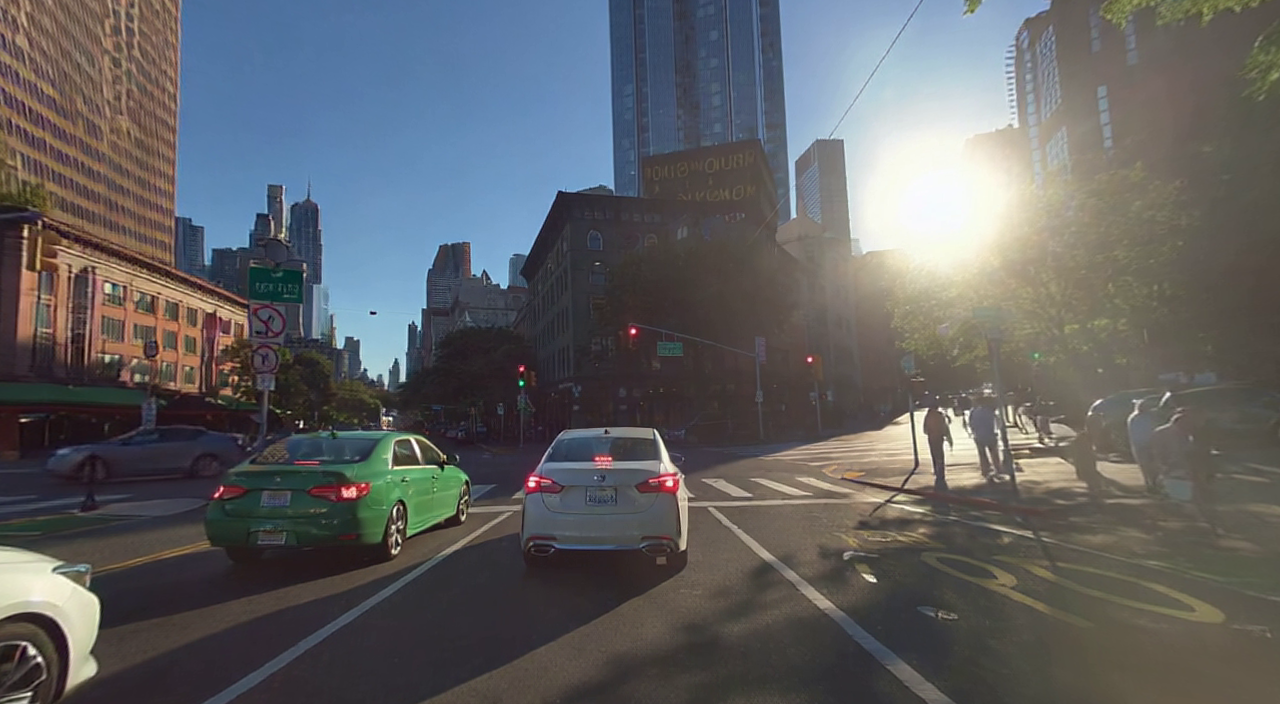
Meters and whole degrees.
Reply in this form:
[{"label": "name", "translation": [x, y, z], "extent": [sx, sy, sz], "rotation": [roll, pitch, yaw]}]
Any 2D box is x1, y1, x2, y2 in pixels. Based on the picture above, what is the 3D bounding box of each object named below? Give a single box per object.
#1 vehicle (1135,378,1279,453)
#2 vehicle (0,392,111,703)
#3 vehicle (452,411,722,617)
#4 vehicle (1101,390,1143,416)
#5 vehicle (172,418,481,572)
[{"label": "vehicle", "translation": [21.629, 2.356, 22.876], "extent": [5.863, 2.493, 2.354], "rotation": [2, -9, -12]}, {"label": "vehicle", "translation": [-3.903, 0.701, 1.171], "extent": [1.995, 1.524, 4.438], "rotation": [0, -8, 0]}, {"label": "vehicle", "translation": [-0.407, 1.497, 6.725], "extent": [1.999, 1.520, 3.896], "rotation": [0, -8, 0]}, {"label": "vehicle", "translation": [37.316, 4.000, 49.009], "extent": [1.958, 1.667, 4.392], "rotation": [-5, -10, 30]}, {"label": "vehicle", "translation": [-3.685, 1.749, 8.518], "extent": [1.934, 1.522, 4.287], "rotation": [0, -8, 0]}]
